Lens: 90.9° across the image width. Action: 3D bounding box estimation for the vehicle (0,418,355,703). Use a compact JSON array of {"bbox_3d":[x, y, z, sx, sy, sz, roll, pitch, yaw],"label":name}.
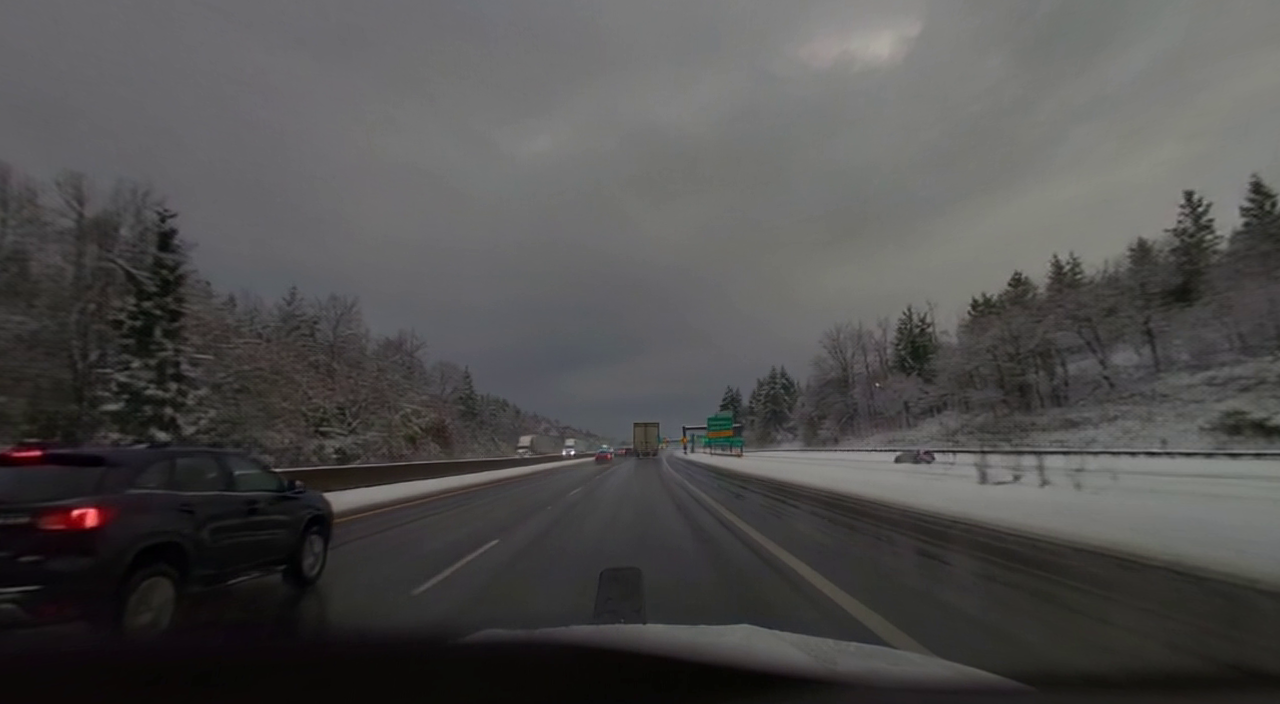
[{"bbox_3d":[-4.215,1.364,5.023,1.945,1.488,4.043,0,-9,0],"label":"vehicle"}]
